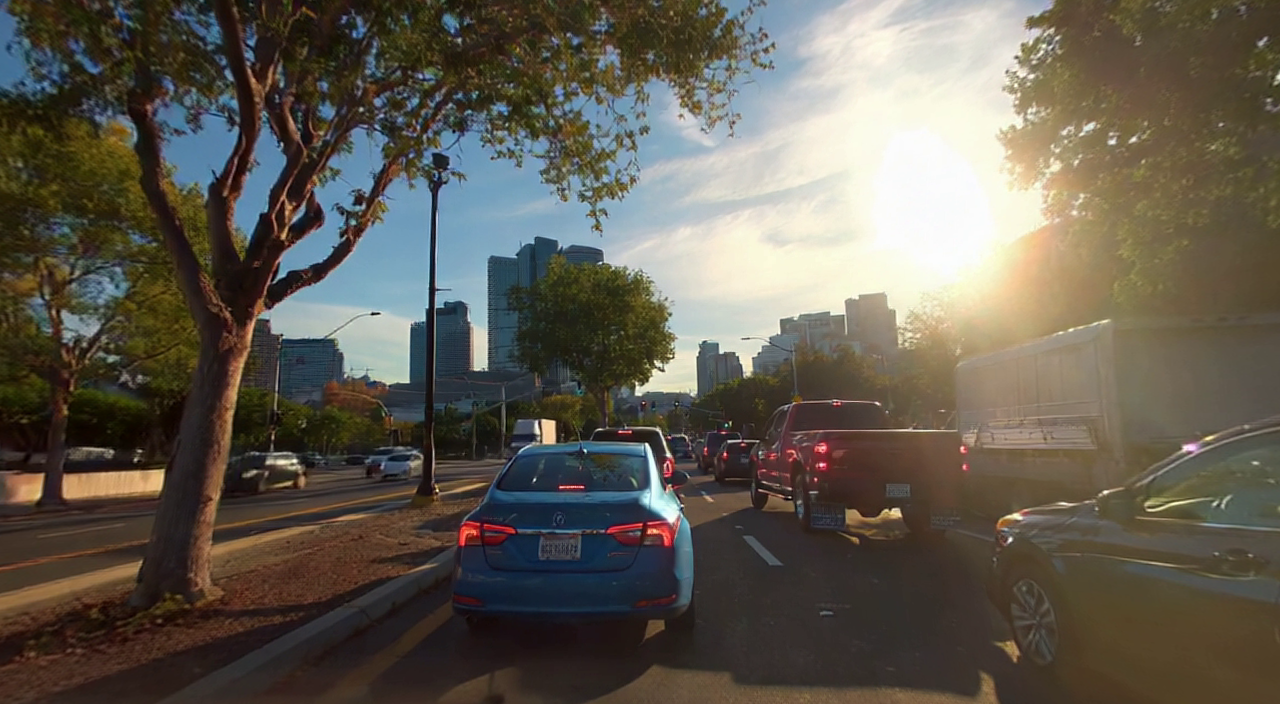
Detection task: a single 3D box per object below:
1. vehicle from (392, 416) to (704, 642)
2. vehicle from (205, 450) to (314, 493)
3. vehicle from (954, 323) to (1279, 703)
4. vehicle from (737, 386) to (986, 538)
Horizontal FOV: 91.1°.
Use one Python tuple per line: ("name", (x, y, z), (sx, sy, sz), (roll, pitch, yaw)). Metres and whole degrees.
("vehicle", (-0.565, 1.500, 6.328), (2.111, 1.506, 4.018), (0, -8, 2))
("vehicle", (-16.165, 5.074, 26.997), (2.000, 1.656, 4.160), (0, -8, 1))
("vehicle", (3.167, 0.757, 2.074), (1.982, 1.709, 4.427), (0, -9, 1))
("vehicle", (3.533, 1.956, 11.687), (2.444, 2.098, 5.766), (0, -9, -1))
